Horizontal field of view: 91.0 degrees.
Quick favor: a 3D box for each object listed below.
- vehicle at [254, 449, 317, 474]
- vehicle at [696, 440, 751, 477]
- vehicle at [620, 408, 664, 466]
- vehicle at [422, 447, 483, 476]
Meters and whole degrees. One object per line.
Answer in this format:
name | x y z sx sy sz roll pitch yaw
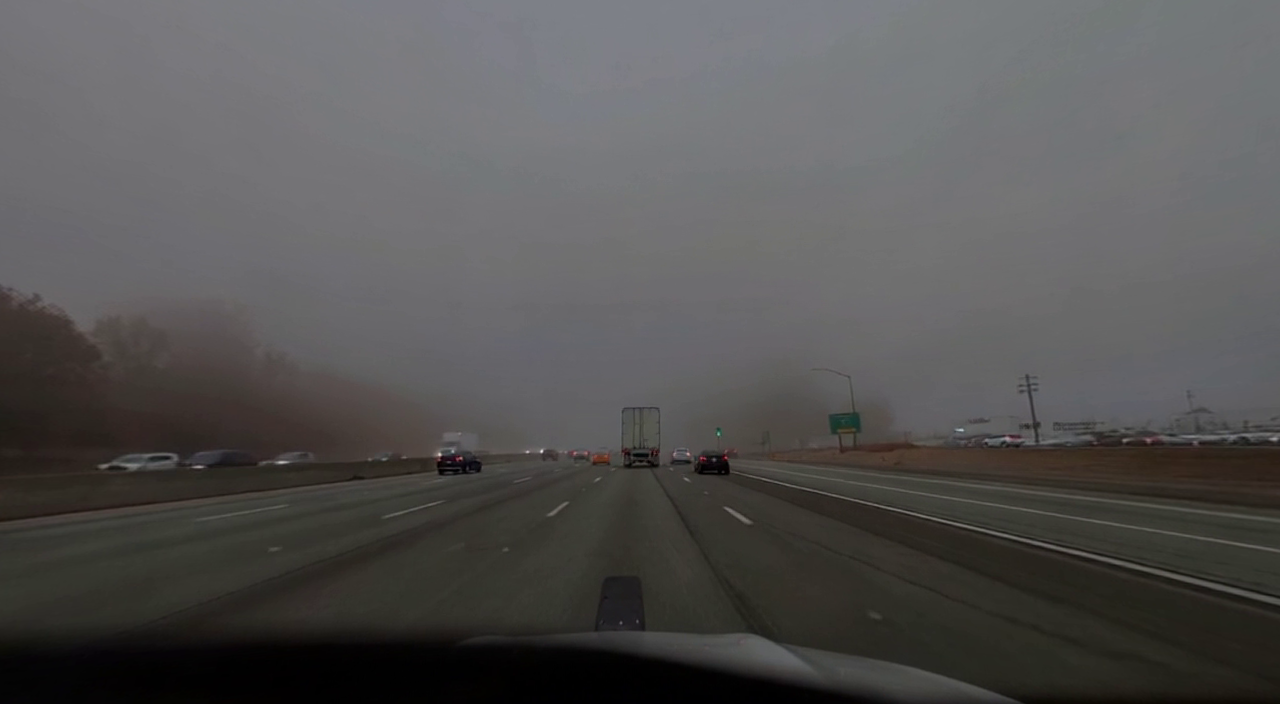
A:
vehicle | -27.420 8.457 48.958 2.131 1.760 4.698 0 -8 0
vehicle | 4.082 5.288 31.571 2.107 1.707 4.445 0 -9 0
vehicle | 0.330 6.603 48.460 3.012 3.928 10.262 0 -9 2
vehicle | -10.592 6.208 35.906 2.015 1.521 4.550 0 -9 0
